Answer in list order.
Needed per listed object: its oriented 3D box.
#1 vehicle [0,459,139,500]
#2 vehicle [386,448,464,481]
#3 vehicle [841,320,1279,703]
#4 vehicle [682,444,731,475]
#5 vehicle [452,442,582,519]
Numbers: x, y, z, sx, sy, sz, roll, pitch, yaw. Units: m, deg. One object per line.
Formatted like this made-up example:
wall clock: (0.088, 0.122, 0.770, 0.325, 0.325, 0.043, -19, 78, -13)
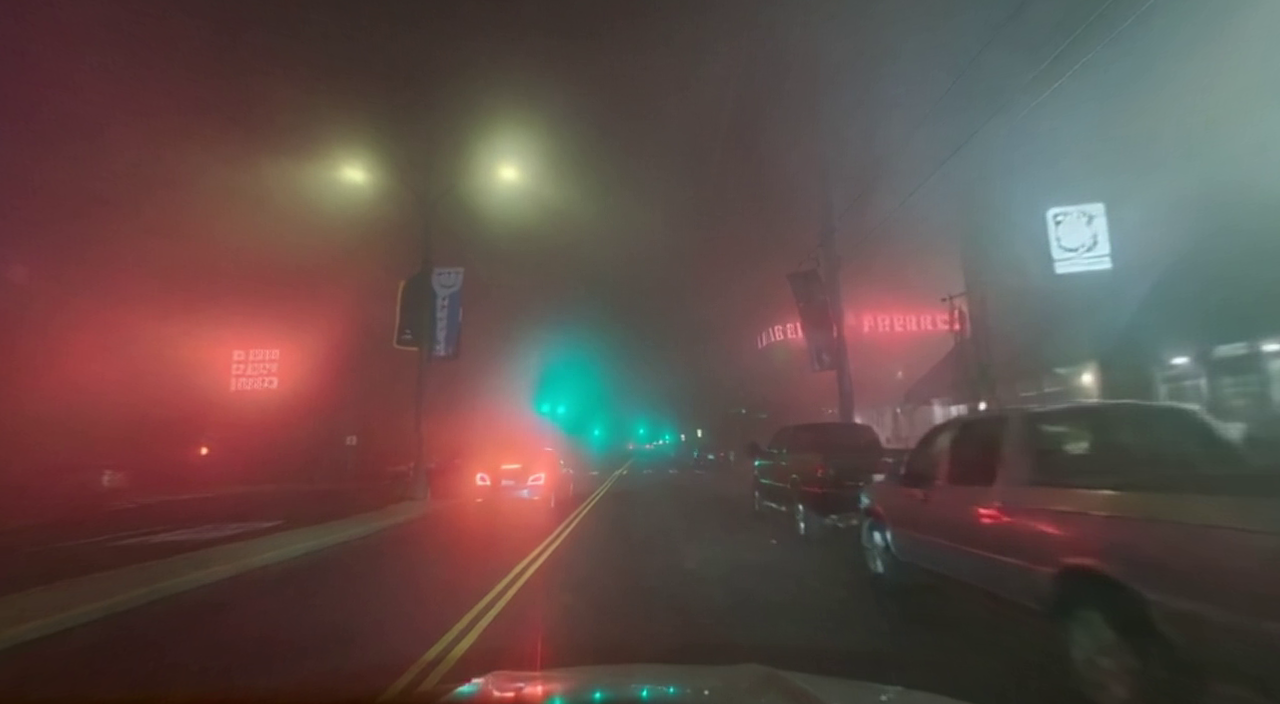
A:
vehicle: (-23.732, 5.246, 26.029, 4.358, 1.522, 1.970, -1, -8, 2)
vehicle: (-12.323, 6.360, 35.985, 4.737, 1.741, 2.092, -8, -11, 42)
vehicle: (3.065, 1.050, 3.881, 1.997, 1.773, 4.657, 0, -8, -1)
vehicle: (3.396, 5.564, 32.983, 1.950, 1.462, 4.807, 0, -8, -1)
vehicle: (-2.563, 2.794, 14.307, 2.030, 1.436, 4.388, -1, -8, 1)
